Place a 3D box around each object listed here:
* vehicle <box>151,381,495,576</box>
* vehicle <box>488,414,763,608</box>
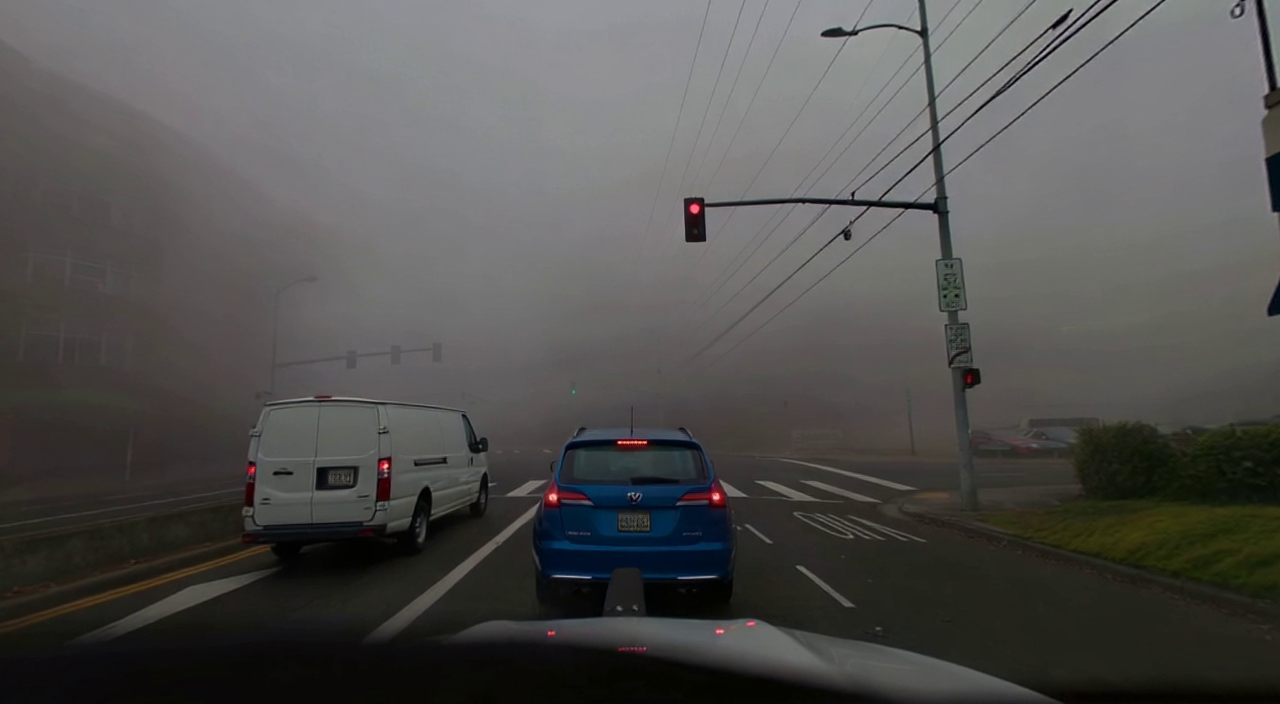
[{"bbox_3d":[-3.576,1.526,8.536,2.076,1.820,5.100,0,-8,-1],"label":"vehicle"},{"bbox_3d":[-0.112,1.465,6.768,2.064,1.452,3.942,0,-8,0],"label":"vehicle"}]
